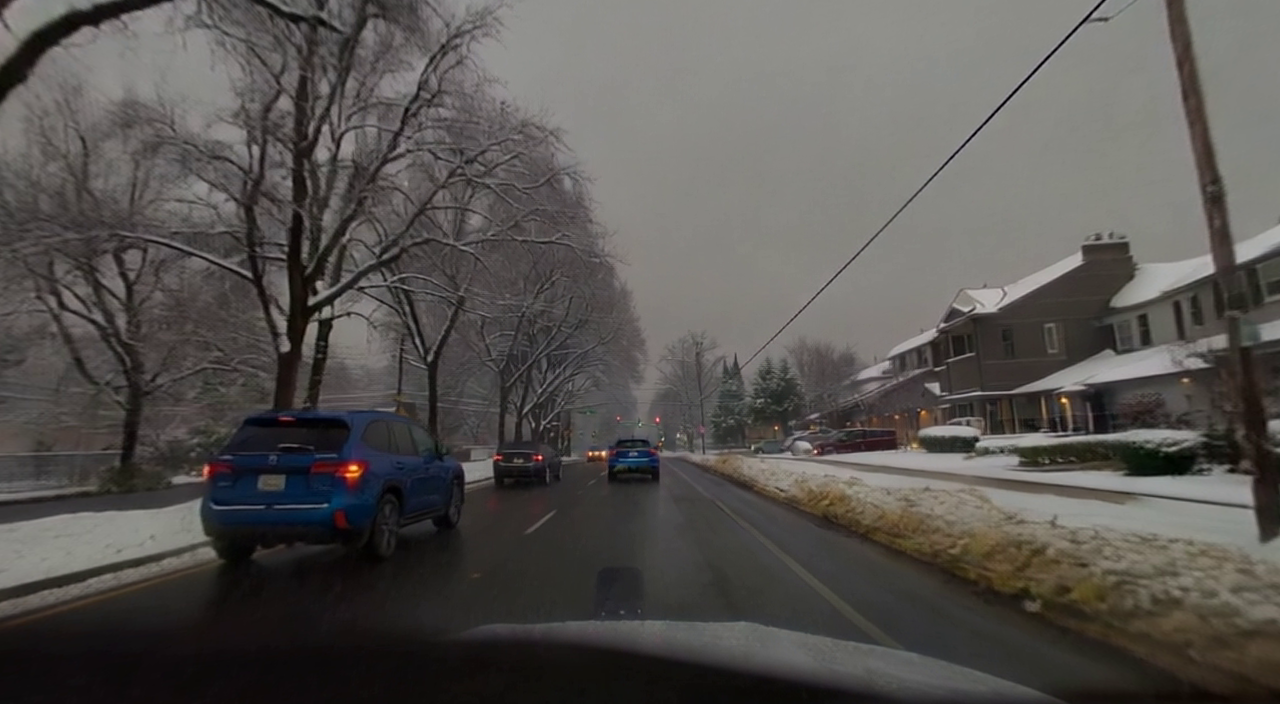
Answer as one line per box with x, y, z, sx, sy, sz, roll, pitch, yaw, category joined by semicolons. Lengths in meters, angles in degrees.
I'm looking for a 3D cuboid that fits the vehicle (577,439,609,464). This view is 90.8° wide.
-3.527;7.569;48.387;2.080;1.780;4.879;0;-8;0;vehicle

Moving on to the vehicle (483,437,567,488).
-3.798;3.728;21.579;2.066;1.565;3.905;0;-8;1;vehicle

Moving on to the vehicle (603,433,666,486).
-0.172;3.691;21.958;1.997;1.636;3.760;0;-8;0;vehicle

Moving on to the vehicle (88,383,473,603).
-3.791;1.582;8.027;2.161;1.919;4.798;0;-8;-2;vehicle
